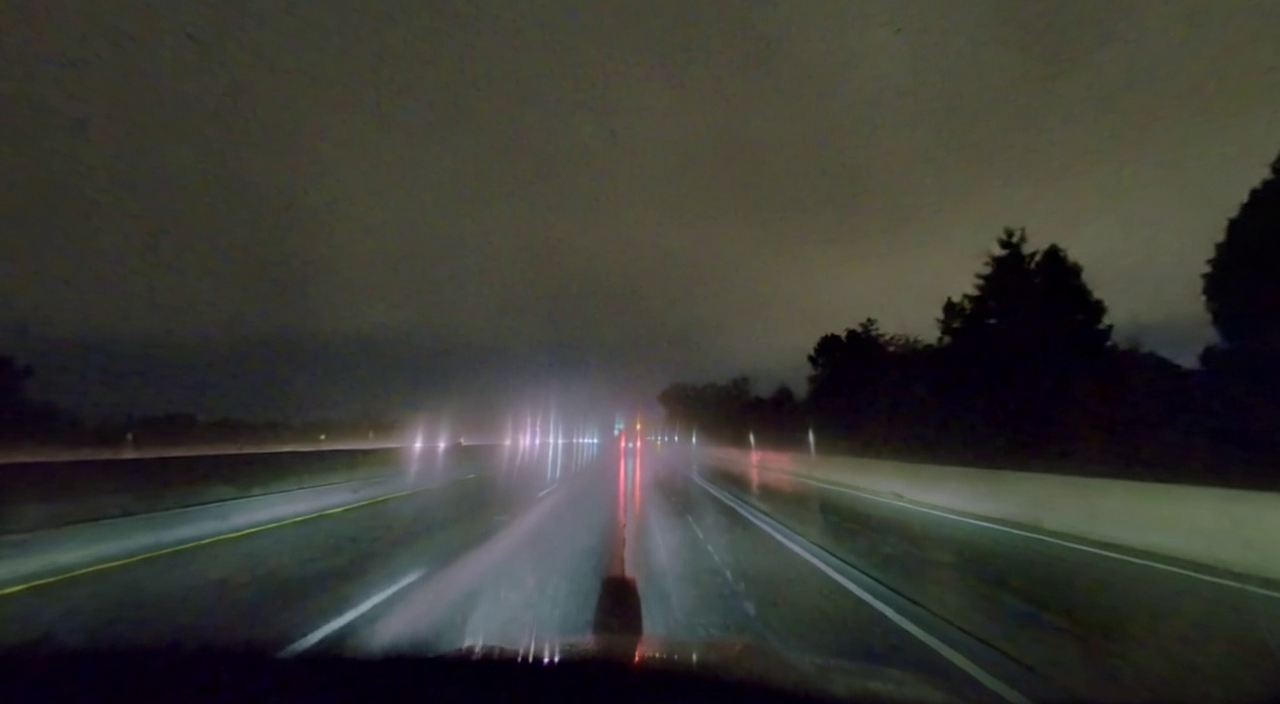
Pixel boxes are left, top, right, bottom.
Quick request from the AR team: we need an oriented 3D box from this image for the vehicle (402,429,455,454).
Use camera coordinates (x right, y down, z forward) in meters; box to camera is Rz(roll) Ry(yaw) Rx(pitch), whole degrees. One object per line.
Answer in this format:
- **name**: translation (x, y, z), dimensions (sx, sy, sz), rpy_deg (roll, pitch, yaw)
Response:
- **vehicle**: translation (-13.595, 5.779, 40.656), dimensions (1.964, 1.536, 4.460), rpy_deg (0, -8, -1)

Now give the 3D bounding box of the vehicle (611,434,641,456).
- **vehicle**: translation (-1.003, 6.716, 45.378), dimensions (2.025, 1.519, 3.924), rpy_deg (0, -8, -1)
